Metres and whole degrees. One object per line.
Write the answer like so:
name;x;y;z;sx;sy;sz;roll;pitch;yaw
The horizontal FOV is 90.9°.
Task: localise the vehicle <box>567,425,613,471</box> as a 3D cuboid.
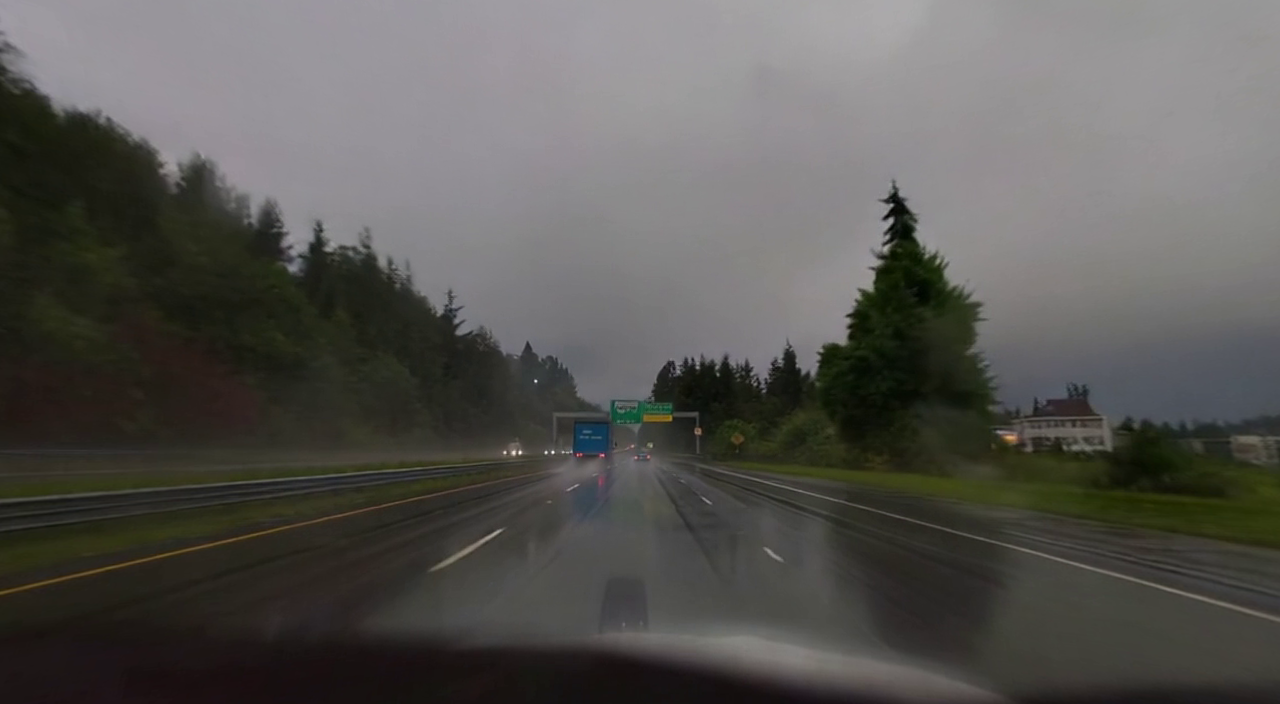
vehicle;-3.610;7.188;47.125;2.695;3.151;6.885;0;-9;1
